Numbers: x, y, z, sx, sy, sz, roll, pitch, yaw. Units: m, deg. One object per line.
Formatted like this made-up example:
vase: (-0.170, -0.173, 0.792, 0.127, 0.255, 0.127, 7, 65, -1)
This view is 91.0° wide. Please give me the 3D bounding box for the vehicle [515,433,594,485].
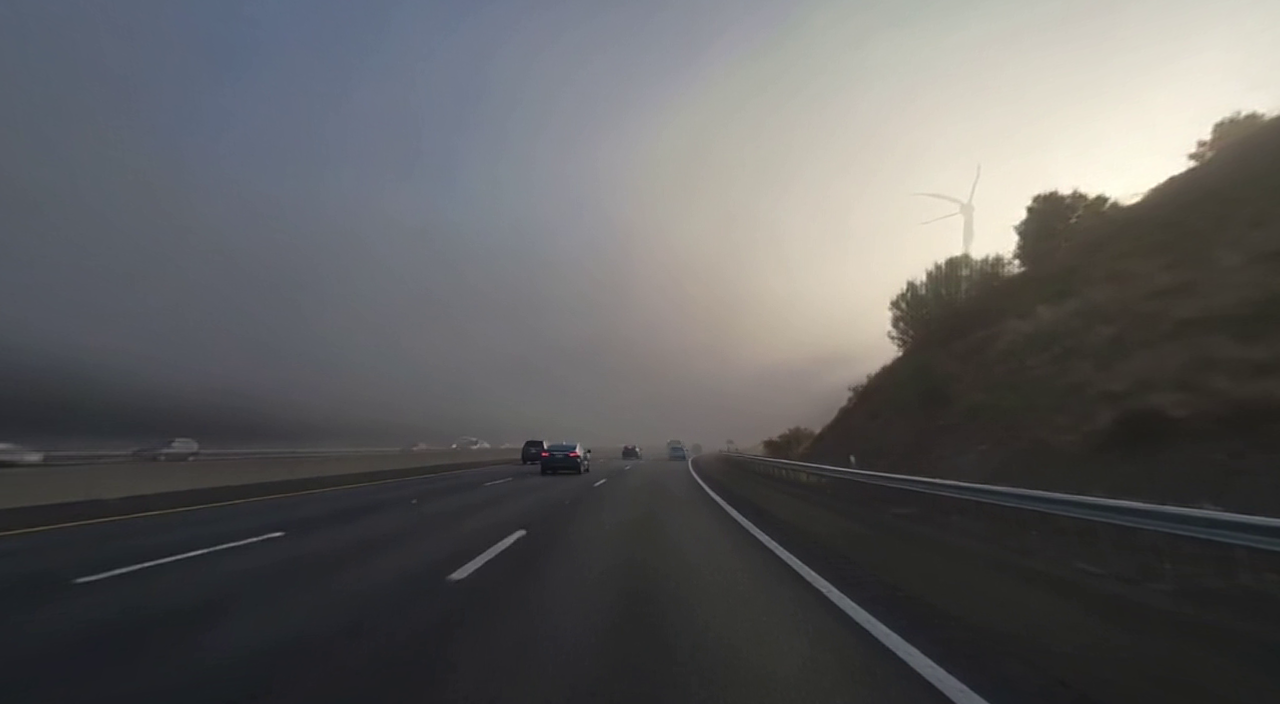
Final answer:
vehicle: (-2.994, 3.865, 23.068, 2.118, 1.702, 4.355, 0, -9, 3)
